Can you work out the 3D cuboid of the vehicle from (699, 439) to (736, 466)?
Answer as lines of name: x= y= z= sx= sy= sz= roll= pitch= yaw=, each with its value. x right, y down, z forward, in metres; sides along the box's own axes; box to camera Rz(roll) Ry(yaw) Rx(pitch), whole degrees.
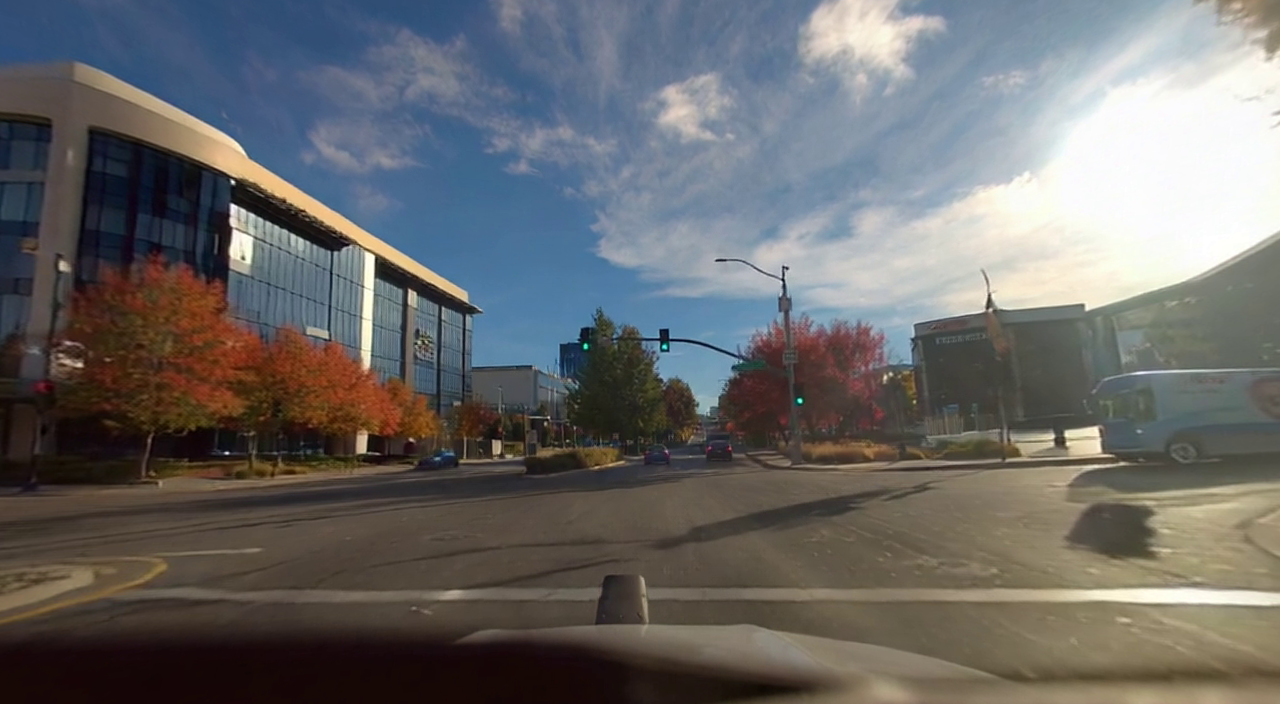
vehicle: x=5.311 y=6.966 z=43.822 sx=2.174 sy=1.749 sz=4.739 roll=0 pitch=-9 yaw=2

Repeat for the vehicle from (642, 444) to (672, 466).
vehicle: x=1.361 y=7.728 z=47.427 sx=2.014 sy=1.525 sz=4.197 roll=-1 pitch=-9 yaw=5

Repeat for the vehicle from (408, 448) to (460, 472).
vehicle: x=-14.238 y=7.464 z=43.766 sx=1.904 sy=1.582 sz=4.111 roll=-1 pitch=-9 yaw=5

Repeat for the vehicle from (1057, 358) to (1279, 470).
vehicle: x=21.000 y=2.174 z=21.445 sx=10.893 sy=3.534 sz=3.195 roll=0 pitch=-9 yaw=4
